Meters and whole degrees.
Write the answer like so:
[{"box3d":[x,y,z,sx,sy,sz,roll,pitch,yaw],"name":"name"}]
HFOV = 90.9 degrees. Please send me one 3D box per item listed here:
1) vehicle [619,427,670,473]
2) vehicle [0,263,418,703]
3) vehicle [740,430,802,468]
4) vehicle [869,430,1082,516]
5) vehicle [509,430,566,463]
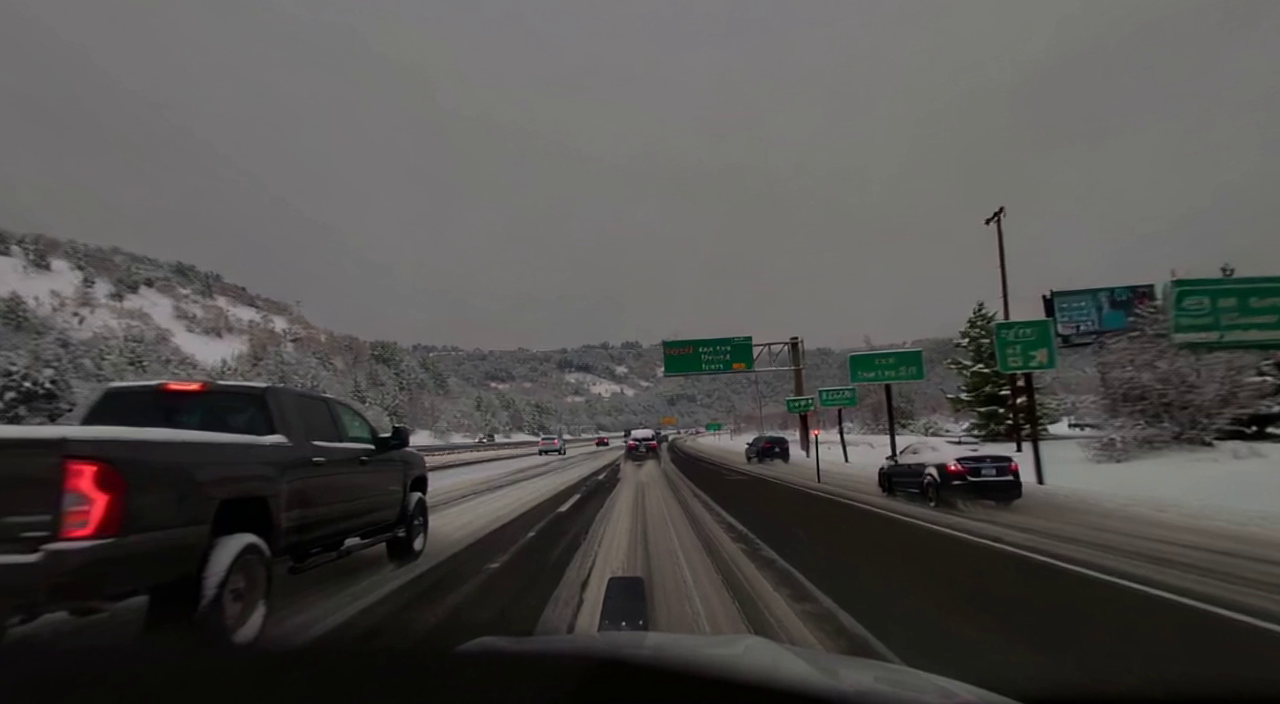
[{"box3d":[0.182,4.185,27.106,2.052,1.808,3.898,0,-8,0],"name":"vehicle"},{"box3d":[-3.511,0.927,3.871,2.316,1.999,5.765,0,-8,-2],"name":"vehicle"},{"box3d":[6.569,4.919,32.161,2.067,1.775,4.372,0,-8,-2],"name":"vehicle"},{"box3d":[6.639,2.425,13.192,1.998,1.456,4.338,0,-8,-1],"name":"vehicle"},{"box3d":[-6.078,5.717,38.242,2.238,1.837,5.979,-1,-8,2],"name":"vehicle"}]
